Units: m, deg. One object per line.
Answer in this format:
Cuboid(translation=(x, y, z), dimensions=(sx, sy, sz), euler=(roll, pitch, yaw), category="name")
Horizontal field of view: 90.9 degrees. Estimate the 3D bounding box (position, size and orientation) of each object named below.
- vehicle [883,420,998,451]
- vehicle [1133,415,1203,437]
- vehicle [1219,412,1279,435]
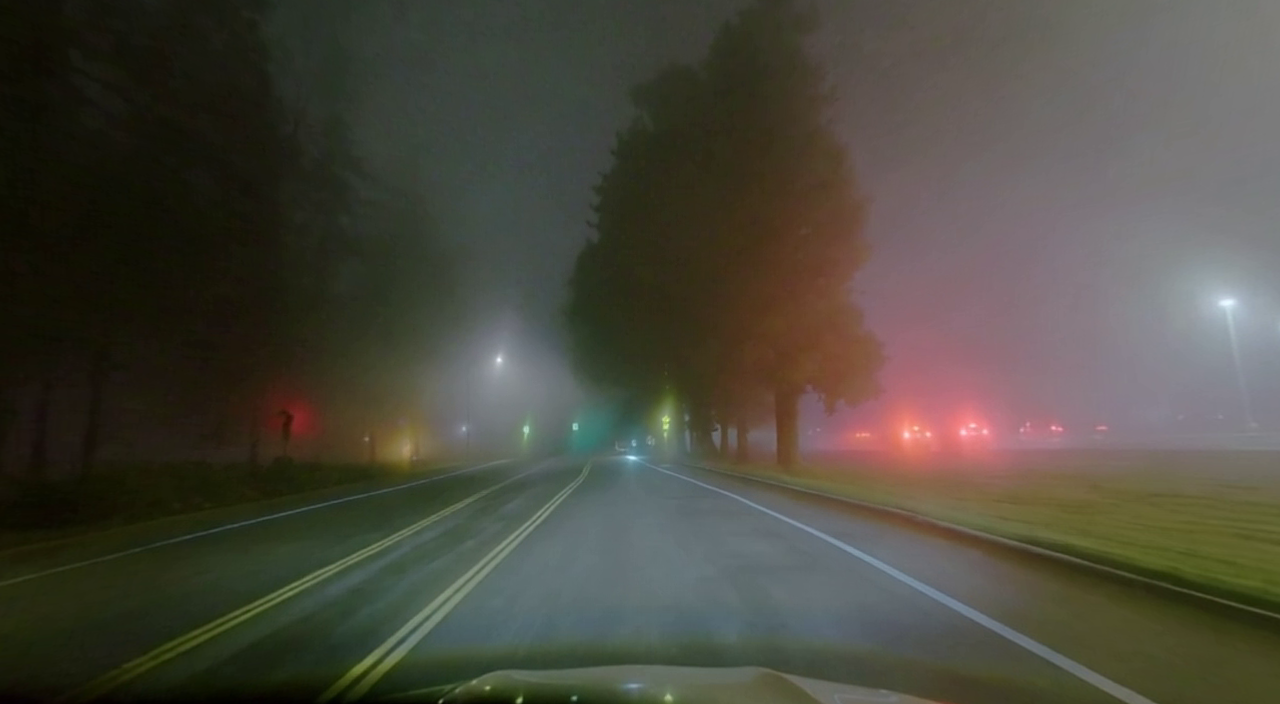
Cuboid(translation=(14.769, 4.143, 31.117), dimensions=(4.744, 1.476, 1.926), euler=(1, -8, -5), category="vehicle")
Cuboid(translation=(39.250, 5.544, 46.964), dimensions=(1.823, 1.489, 4.541), euler=(-1, -8, 9), category="vehicle")
Cuboid(translation=(44.546, 5.200, 45.548), dimensions=(1.868, 1.571, 4.451), euler=(-2, -8, 13), category="vehicle")
